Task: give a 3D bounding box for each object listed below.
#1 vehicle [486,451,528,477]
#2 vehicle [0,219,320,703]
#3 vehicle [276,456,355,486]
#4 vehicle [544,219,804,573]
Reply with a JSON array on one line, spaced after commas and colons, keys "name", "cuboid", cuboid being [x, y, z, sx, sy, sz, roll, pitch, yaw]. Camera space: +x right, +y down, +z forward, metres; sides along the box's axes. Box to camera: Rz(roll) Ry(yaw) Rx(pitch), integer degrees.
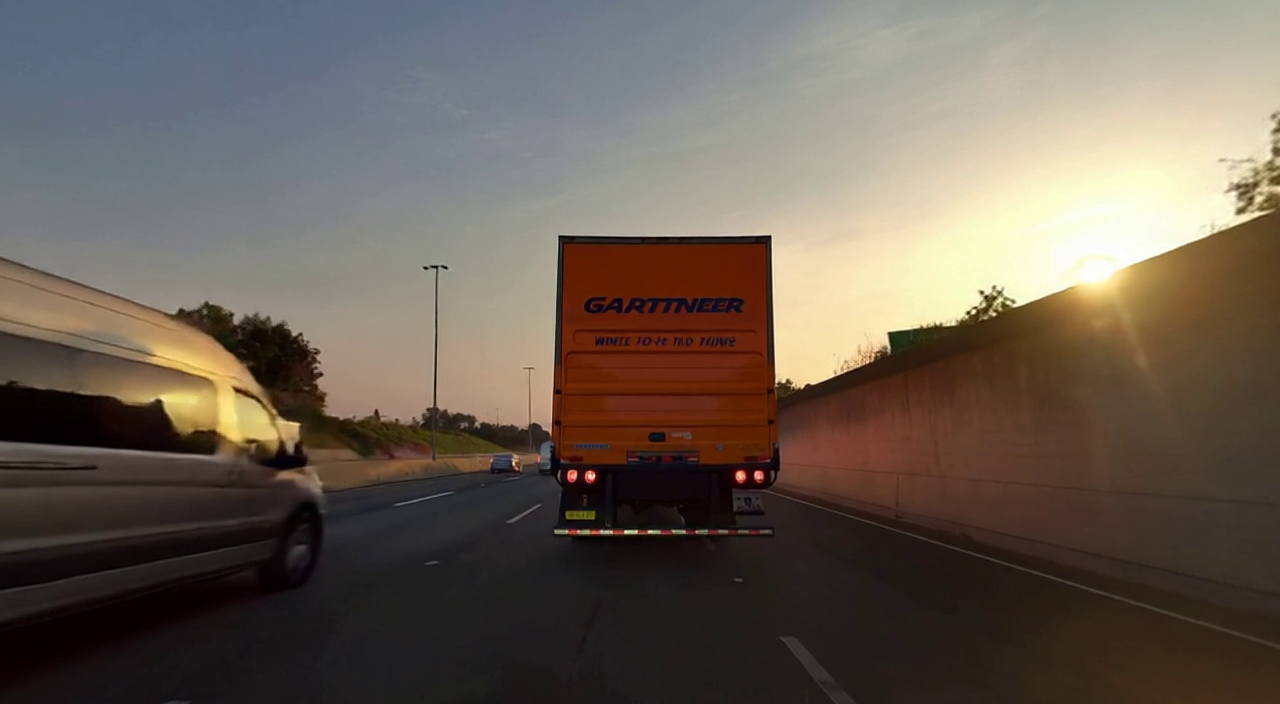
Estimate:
[{"name": "vehicle", "cuboid": [-8.233, 6.954, 39.410, 1.828, 1.502, 3.385, 0, -9, 1]}, {"name": "vehicle", "cuboid": [-4.139, 0.692, 3.278, 2.208, 2.522, 5.187, 0, -9, -1]}, {"name": "vehicle", "cuboid": [-17.093, 6.253, 33.505, 1.878, 1.441, 4.330, 0, -9, 0]}, {"name": "vehicle", "cuboid": [0.445, 1.246, 12.431, 2.853, 4.054, 10.557, 0, -9, 1]}]
